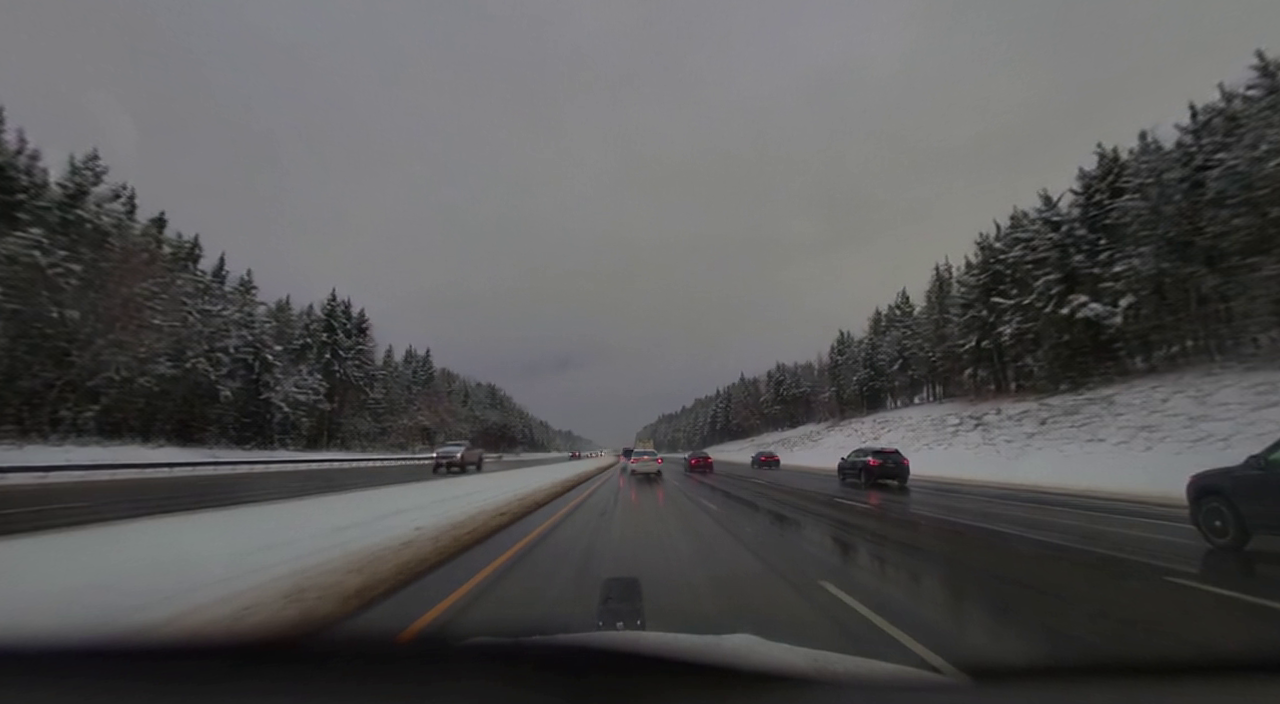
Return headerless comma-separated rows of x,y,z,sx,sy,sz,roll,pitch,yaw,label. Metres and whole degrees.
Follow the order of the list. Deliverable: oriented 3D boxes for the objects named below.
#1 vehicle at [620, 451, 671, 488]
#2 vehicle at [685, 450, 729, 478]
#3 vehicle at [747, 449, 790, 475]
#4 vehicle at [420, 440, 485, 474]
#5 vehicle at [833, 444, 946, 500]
0.188,4.917,26.723,2.020,1.426,3.702,0,-9,-1,vehicle
3.837,6.462,36.691,1.981,1.518,4.029,0,-9,-2,vehicle
8.414,7.209,41.516,1.957,1.594,3.632,0,-9,-2,vehicle
-9.518,5.379,32.298,2.015,1.592,4.220,0,-9,0,vehicle
7.548,3.648,19.497,1.847,1.554,3.752,0,-9,-1,vehicle
